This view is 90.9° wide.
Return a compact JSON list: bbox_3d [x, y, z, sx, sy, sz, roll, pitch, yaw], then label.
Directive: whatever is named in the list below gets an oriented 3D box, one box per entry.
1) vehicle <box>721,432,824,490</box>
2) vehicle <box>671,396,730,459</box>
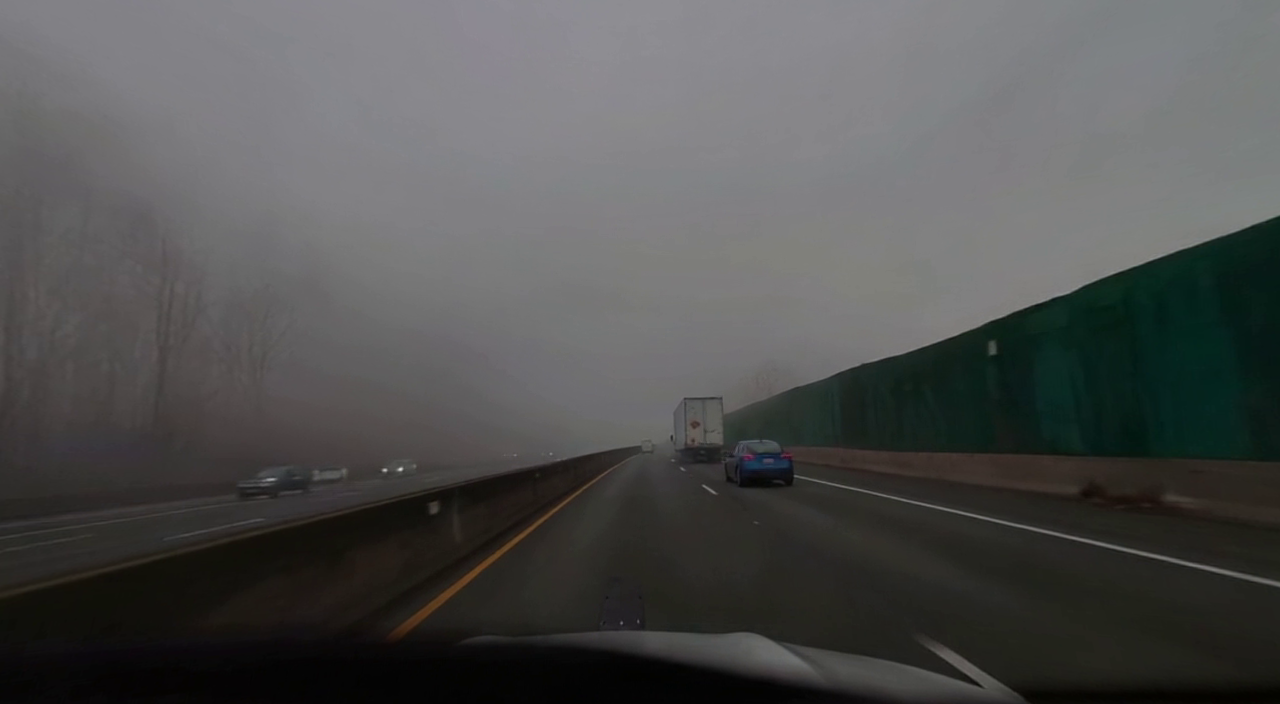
[{"bbox_3d":[3.736,3.161,18.628,2.000,1.473,4.440,0,-8,-1],"label":"vehicle"},{"bbox_3d":[4.400,6.169,49.876,3.255,4.142,16.256,0,-8,1],"label":"vehicle"}]
